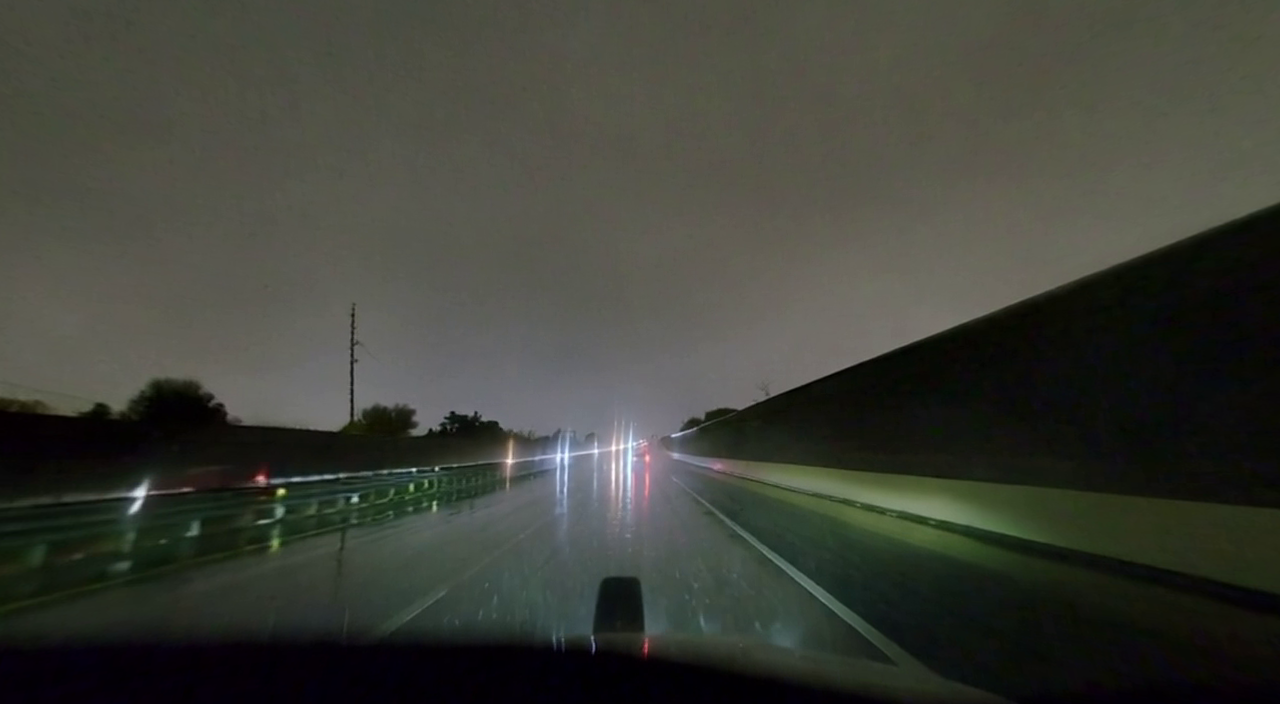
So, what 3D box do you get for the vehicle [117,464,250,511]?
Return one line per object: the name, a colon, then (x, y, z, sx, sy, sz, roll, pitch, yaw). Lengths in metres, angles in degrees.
vehicle: (-16.677, 4.940, 23.278, 1.755, 1.452, 4.275, 0, -9, -1)
